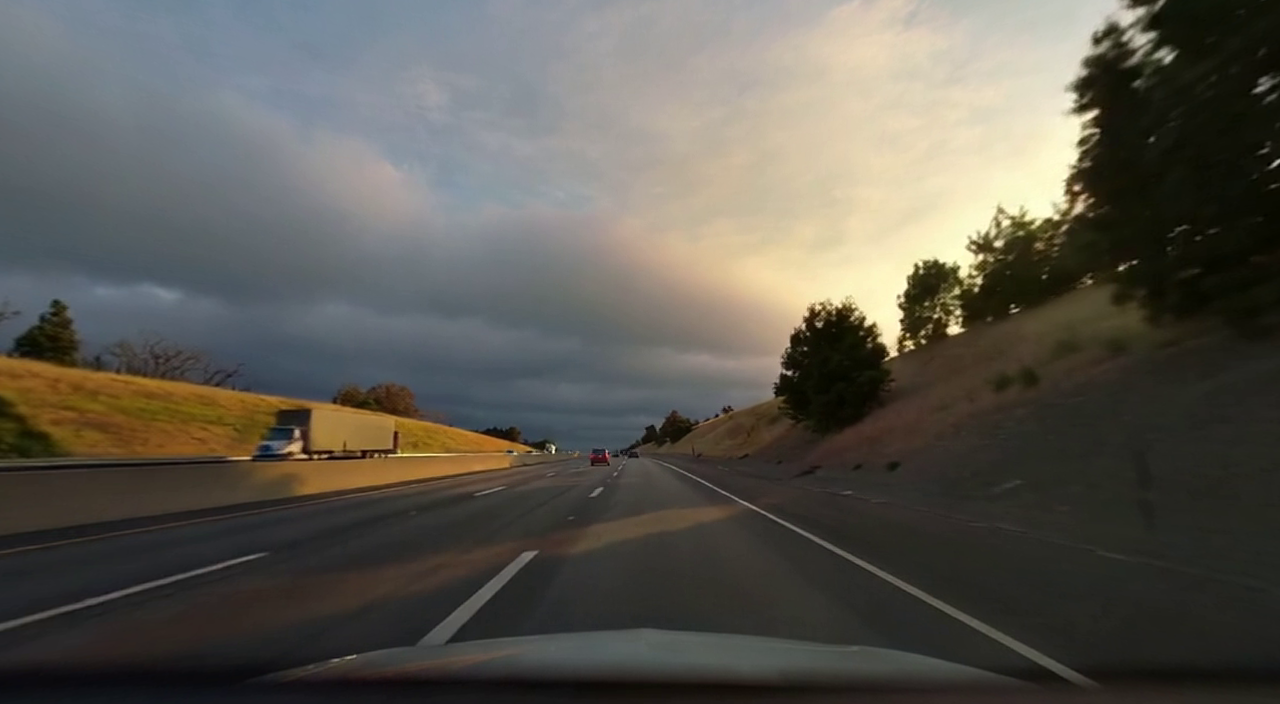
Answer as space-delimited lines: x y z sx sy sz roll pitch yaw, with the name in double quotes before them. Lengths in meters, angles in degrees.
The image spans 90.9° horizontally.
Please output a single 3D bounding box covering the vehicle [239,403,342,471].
"vehicle" -22.098 5.489 40.260 3.037 3.999 5.882 0 -9 0
